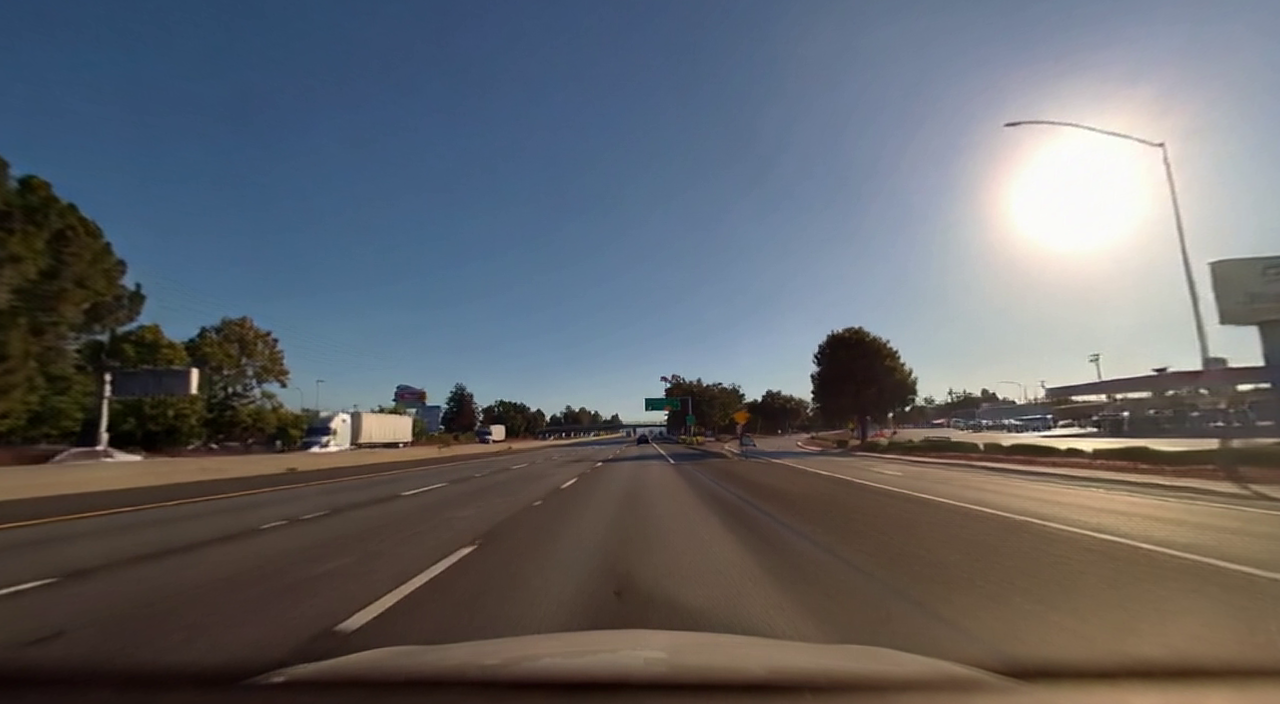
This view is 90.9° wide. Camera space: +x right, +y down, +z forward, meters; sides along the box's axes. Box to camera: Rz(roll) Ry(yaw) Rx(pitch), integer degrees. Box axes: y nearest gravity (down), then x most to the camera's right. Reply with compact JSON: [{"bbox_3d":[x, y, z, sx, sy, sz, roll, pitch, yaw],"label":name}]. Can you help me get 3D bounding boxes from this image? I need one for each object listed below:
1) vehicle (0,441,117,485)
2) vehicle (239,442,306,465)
[{"bbox_3d":[-20.292,3.734,21.531,1.779,1.338,3.587,0,-8,0],"label":"vehicle"},{"bbox_3d":[-24.099,6.660,41.599,1.772,1.439,4.479,0,-8,-1],"label":"vehicle"}]
